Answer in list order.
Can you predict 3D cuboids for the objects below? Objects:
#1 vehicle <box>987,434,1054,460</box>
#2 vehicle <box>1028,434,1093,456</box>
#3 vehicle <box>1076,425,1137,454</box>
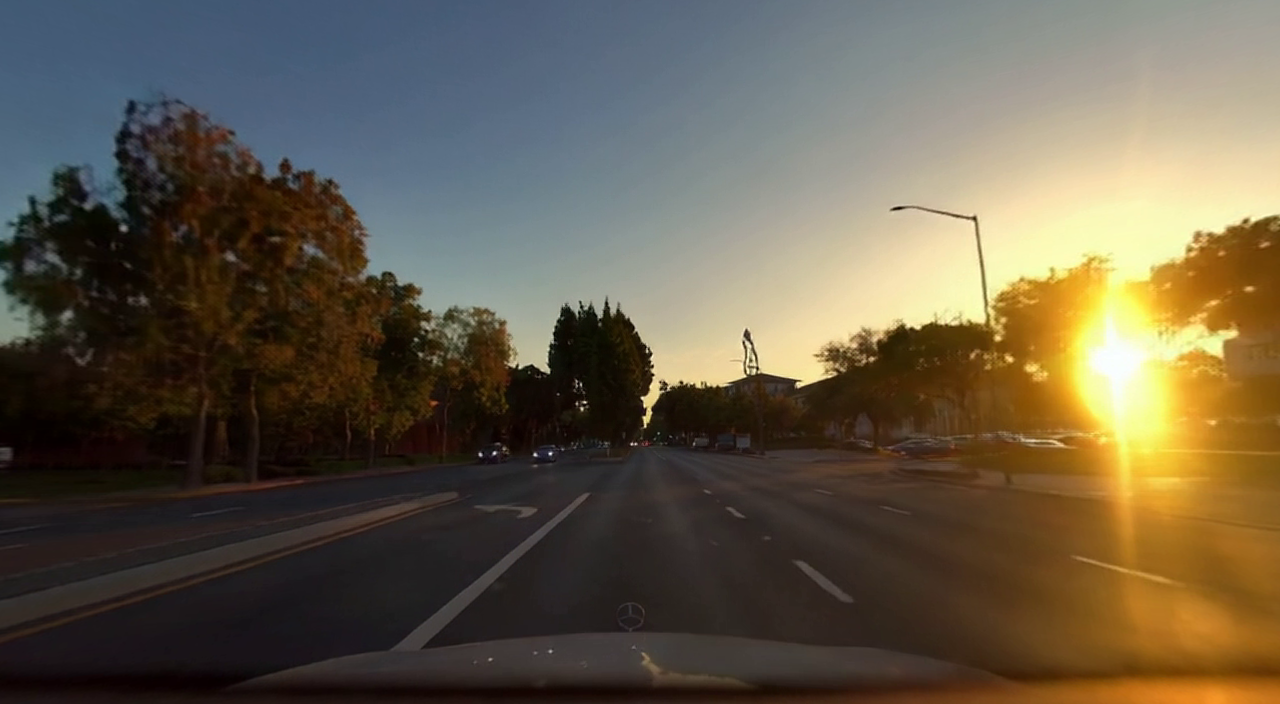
[{"bbox_3d":[25.068,6.255,41.468,4.512,1.648,1.938,6,-10,-34],"label":"vehicle"},{"bbox_3d":[29.659,6.571,44.413,4.702,1.464,1.807,5,-10,-30],"label":"vehicle"},{"bbox_3d":[36.759,6.897,49.574,5.504,1.957,2.290,3,-10,-39],"label":"vehicle"}]
